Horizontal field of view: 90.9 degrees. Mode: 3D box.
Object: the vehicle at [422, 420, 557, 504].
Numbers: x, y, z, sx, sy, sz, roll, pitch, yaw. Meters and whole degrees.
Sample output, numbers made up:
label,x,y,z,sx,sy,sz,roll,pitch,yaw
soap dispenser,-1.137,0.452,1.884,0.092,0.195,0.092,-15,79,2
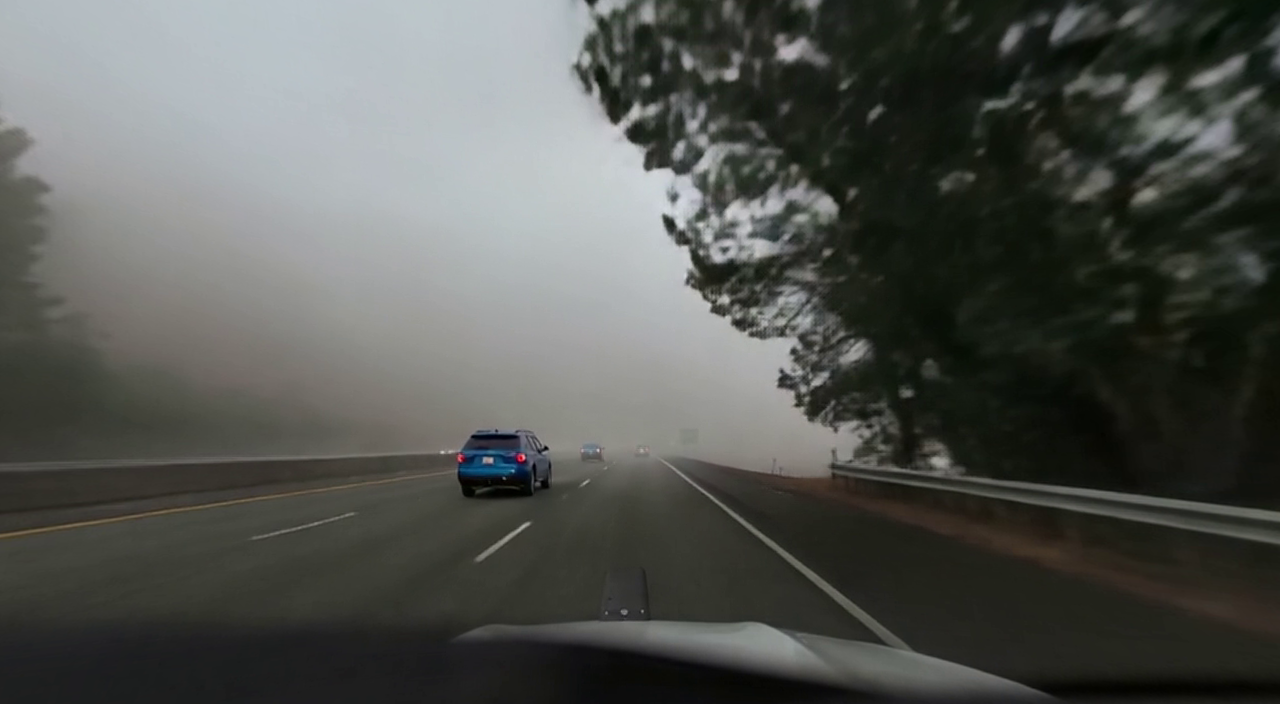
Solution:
label,x,y,z,sx,sy,sz,roll,pitch,yaw
vehicle,-3.425,2.612,15.390,2.138,1.718,4.415,0,-8,1
